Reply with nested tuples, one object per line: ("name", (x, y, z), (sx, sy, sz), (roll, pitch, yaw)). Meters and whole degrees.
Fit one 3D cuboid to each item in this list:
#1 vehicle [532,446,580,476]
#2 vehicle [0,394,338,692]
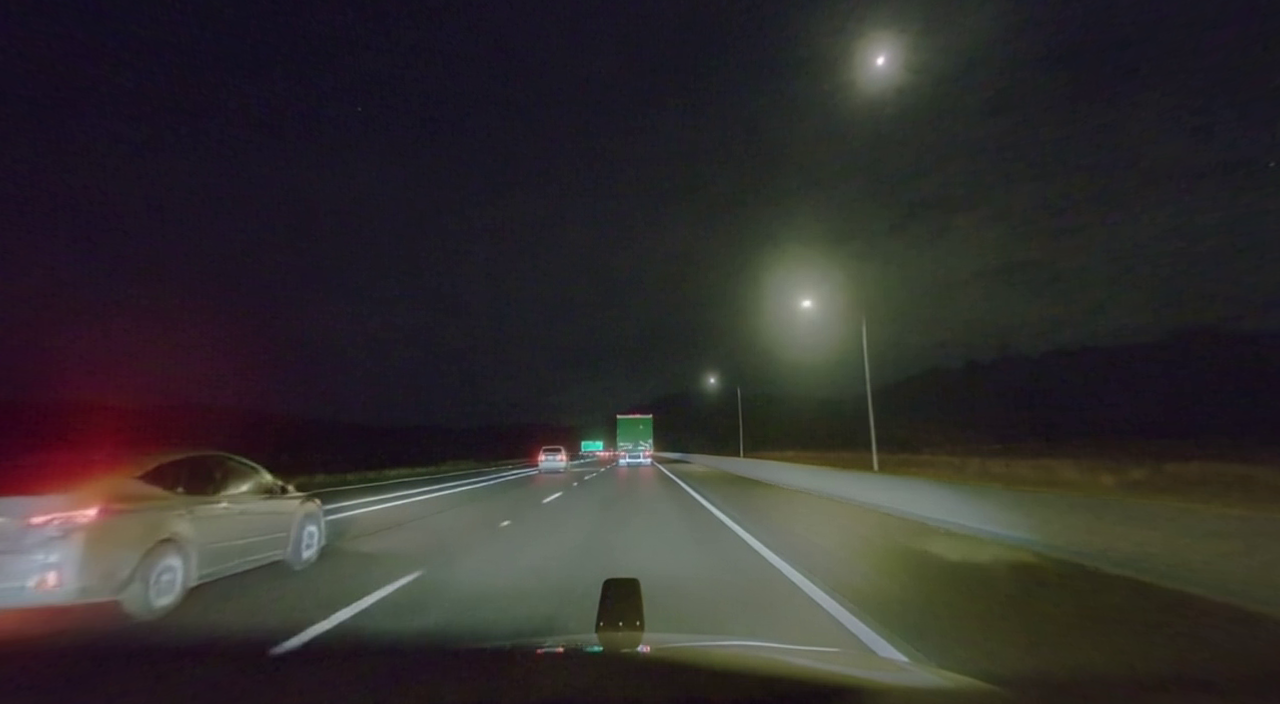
("vehicle", (-4.436, 5.806, 33.916), (1.978, 1.507, 4.062), (0, -9, 0))
("vehicle", (-4.503, 1.297, 5.109), (1.991, 1.618, 4.211), (0, -9, 0))
